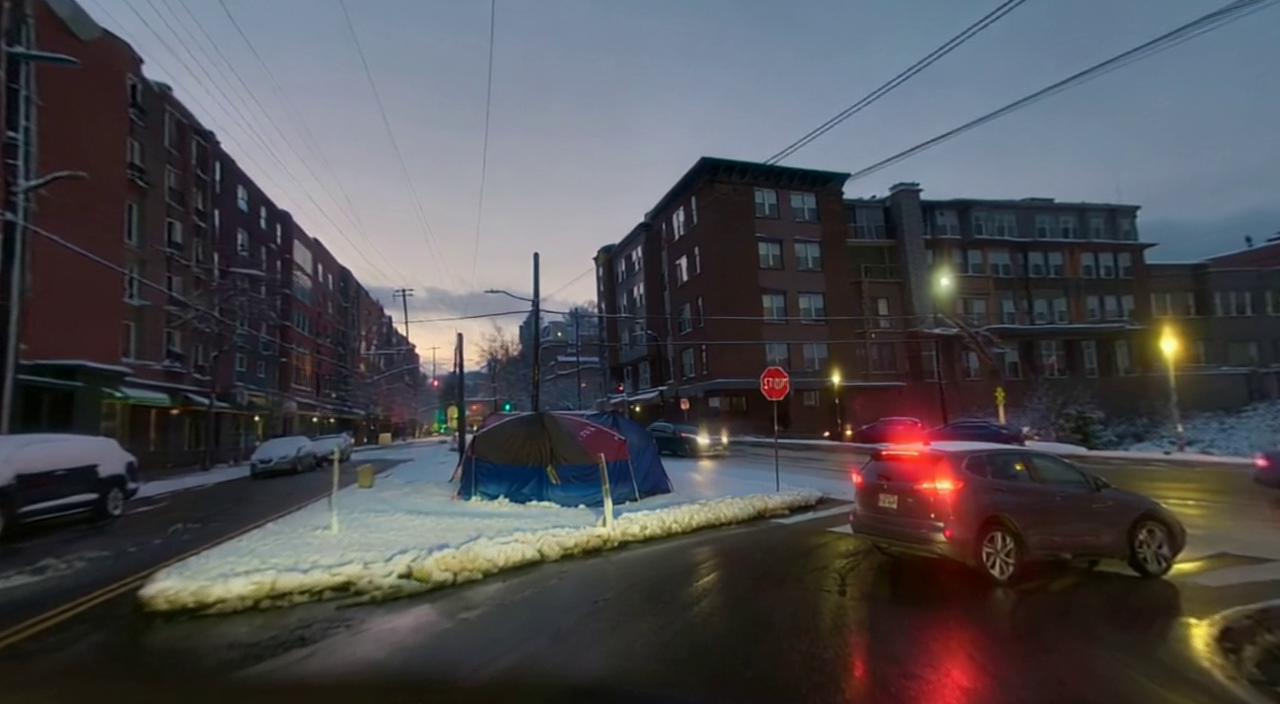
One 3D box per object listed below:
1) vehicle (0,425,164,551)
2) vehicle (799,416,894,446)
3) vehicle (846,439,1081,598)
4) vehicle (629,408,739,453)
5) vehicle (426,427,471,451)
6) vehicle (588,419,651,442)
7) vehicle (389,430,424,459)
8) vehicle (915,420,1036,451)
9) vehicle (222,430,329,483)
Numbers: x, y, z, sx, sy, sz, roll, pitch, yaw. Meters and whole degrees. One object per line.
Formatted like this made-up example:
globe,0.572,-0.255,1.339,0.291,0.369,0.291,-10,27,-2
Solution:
vehicle,-10.606,2.208,10.699,1.934,1.798,5.317,2,-9,-13
vehicle,10.770,4.216,33.259,1.790,1.468,4.422,7,-11,-39
vehicle,4.709,2.073,8.895,1.945,1.647,4.160,-7,-11,39
vehicle,2.024,3.896,30.939,2.152,1.970,5.506,5,-10,-38
vehicle,-14.646,6.666,48.218,1.870,1.724,4.320,6,-10,-36
vehicle,-1.468,5.495,43.938,2.089,1.506,4.641,6,-10,-36
vehicle,-15.152,6.024,41.138,1.987,1.686,3.971,0,-8,-18
vehicle,16.401,4.151,31.118,1.824,1.414,4.820,7,-11,-39
vehicle,-14.006,4.034,24.682,2.054,1.800,5.212,1,-9,-12
